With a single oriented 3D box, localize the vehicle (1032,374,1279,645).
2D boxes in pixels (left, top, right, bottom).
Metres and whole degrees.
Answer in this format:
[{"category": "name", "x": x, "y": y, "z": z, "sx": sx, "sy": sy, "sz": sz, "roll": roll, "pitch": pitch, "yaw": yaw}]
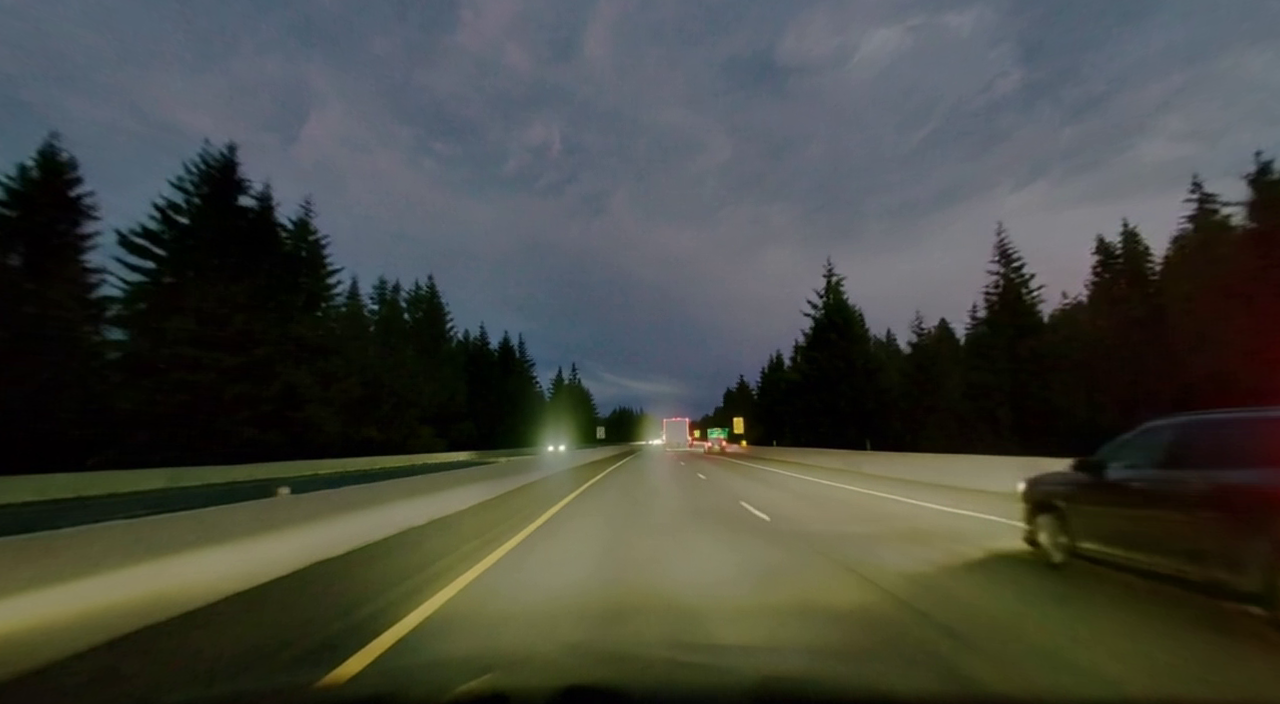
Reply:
[{"category": "vehicle", "x": 4.677, "y": 0.932, "z": 3.767, "sx": 1.954, "sy": 1.550, "sz": 4.140, "roll": 0, "pitch": -8, "yaw": 0}]
